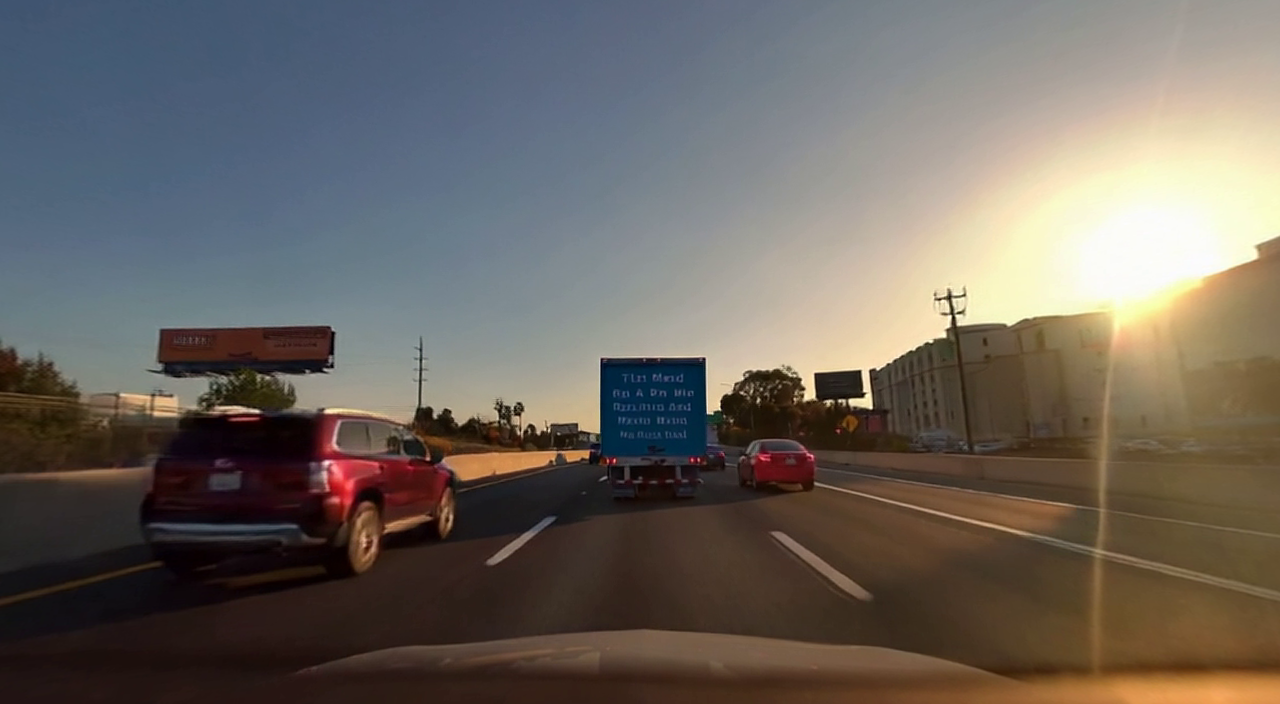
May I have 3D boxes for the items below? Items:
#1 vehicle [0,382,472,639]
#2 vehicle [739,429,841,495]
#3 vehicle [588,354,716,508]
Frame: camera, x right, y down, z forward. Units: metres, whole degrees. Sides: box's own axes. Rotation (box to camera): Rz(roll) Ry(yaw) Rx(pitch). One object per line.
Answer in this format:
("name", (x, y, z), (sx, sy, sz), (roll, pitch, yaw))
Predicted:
("vehicle", (-3.498, 1.435, 6.711), (2.133, 1.808, 4.349), (0, -8, 1))
("vehicle", (4.316, 3.225, 18.849), (1.986, 1.718, 4.296), (0, -8, 0))
("vehicle", (0.368, 2.307, 17.897), (2.733, 3.296, 8.571), (-1, -8, 2))
